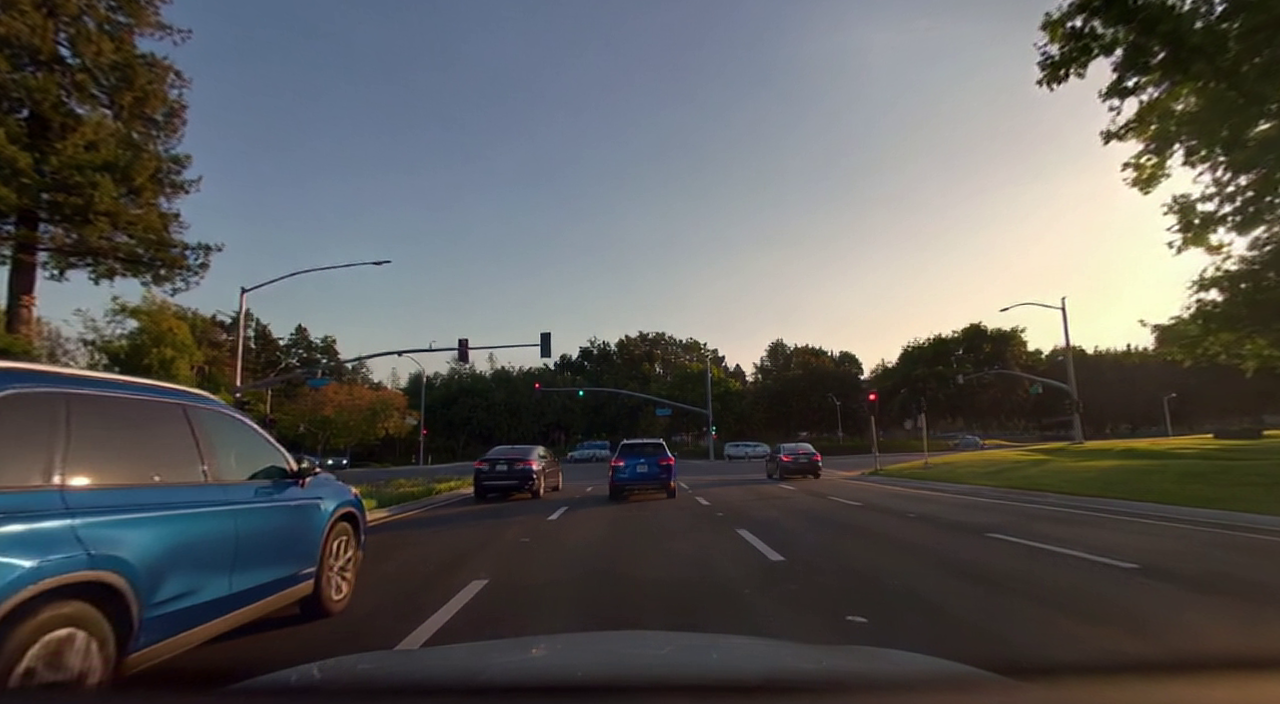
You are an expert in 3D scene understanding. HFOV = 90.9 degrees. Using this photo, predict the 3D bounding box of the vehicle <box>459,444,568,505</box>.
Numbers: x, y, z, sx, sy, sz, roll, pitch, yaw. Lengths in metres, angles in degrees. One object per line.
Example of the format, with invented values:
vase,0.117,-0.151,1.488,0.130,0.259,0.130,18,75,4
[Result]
vehicle,-3.437,3.420,18.234,2.061,1.504,5.142,0,-8,0

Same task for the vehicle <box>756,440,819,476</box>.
vehicle,7.941,5.741,34.444,2.166,1.761,4.692,0,-8,-1

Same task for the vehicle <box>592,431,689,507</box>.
vehicle,0.023,3.096,17.160,2.298,1.770,4.138,0,-8,0

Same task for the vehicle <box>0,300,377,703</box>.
vehicle,-3.512,0.843,2.930,2.320,1.863,5.148,0,-8,0
